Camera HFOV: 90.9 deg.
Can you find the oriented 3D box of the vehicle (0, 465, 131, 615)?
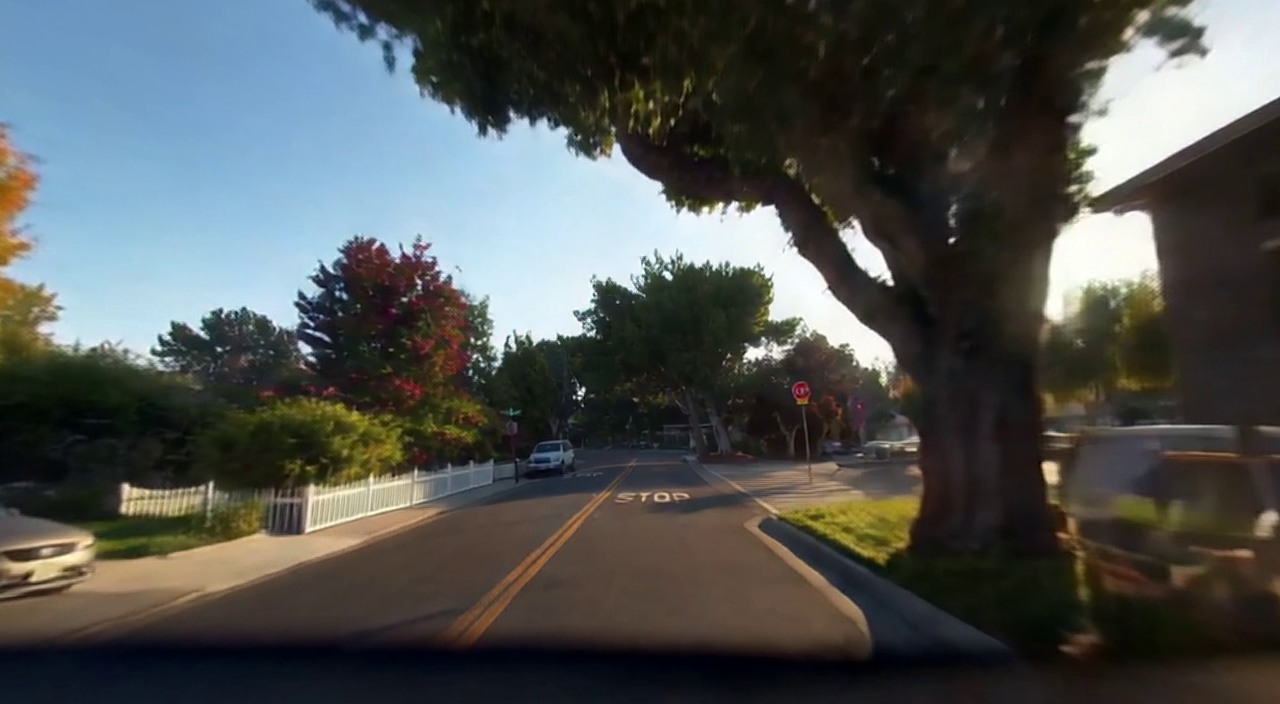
[{"bbox_3d":[-8.630,2.052,7.084,4.063,1.483,1.939,0,-9,-1],"label":"vehicle"}]

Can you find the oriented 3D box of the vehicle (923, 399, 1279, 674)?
[{"bbox_3d":[4.612,1.299,5.357,2.109,1.500,5.070,0,-8,1],"label":"vehicle"}]

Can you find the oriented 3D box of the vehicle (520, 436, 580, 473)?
[{"bbox_3d":[-5.119,5.864,36.694,2.308,1.899,6.107,-2,-8,3],"label":"vehicle"}]
